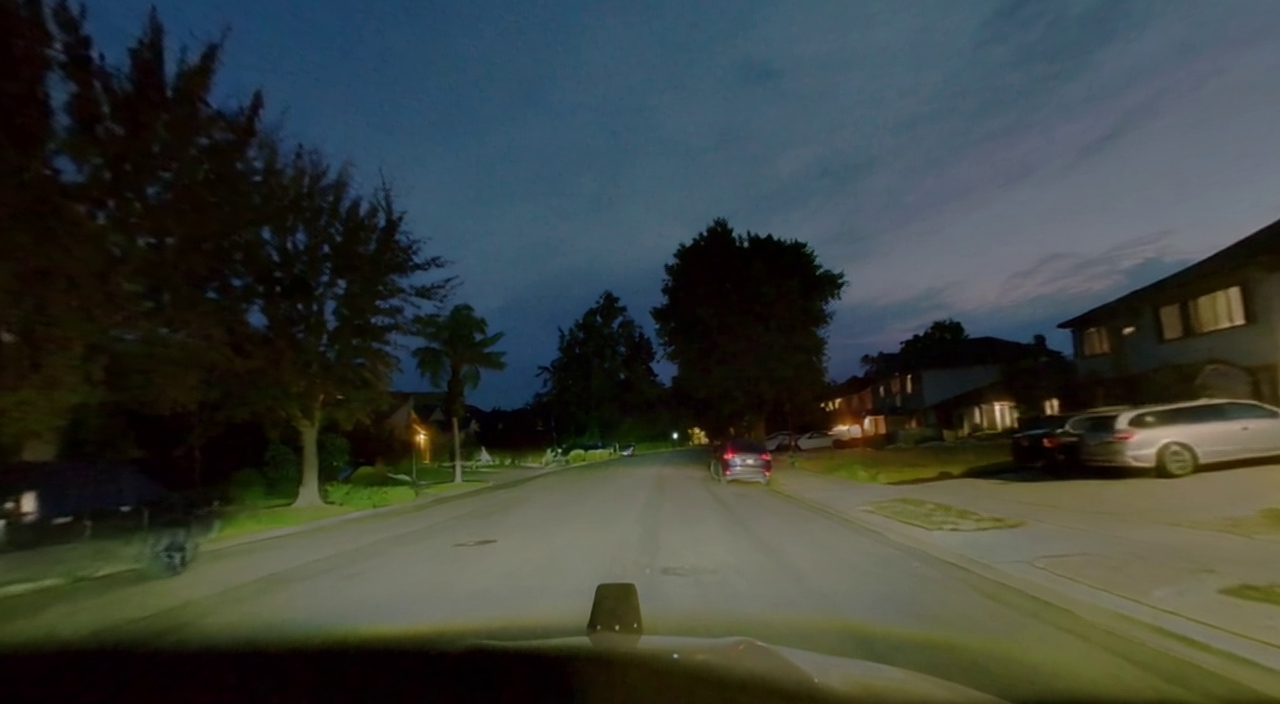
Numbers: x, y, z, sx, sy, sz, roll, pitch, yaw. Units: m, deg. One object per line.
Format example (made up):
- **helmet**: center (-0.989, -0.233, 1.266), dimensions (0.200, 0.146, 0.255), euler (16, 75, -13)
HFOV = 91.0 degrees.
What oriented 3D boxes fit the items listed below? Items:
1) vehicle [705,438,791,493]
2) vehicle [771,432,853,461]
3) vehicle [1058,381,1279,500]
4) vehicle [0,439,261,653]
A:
- **vehicle**: center (3.225, 3.485, 19.700), dimensions (2.006, 1.494, 4.211), euler (0, -8, 1)
- **vehicle**: center (11.218, 6.200, 41.295), dimensions (4.710, 1.512, 1.894), euler (-4, -9, 2)
- **vehicle**: center (11.364, 1.566, 11.974), dimensions (5.097, 1.824, 2.113), euler (-6, -9, 2)
- **vehicle**: center (-5.850, 1.598, 5.579), dimensions (1.995, 1.608, 4.596), euler (0, -8, 2)
